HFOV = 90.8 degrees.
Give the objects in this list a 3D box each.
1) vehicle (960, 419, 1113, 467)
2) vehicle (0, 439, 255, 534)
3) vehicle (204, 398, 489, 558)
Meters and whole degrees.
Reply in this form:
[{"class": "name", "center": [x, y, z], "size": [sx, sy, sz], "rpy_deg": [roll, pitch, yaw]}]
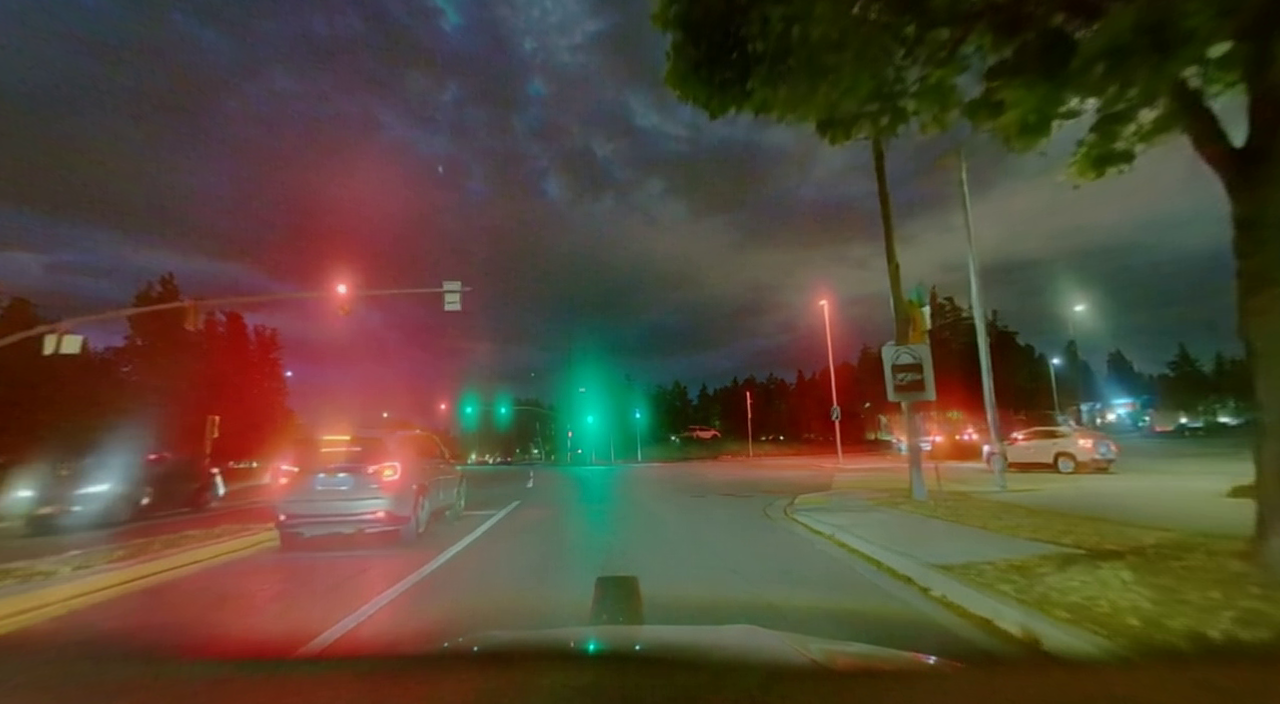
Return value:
[{"class": "vehicle", "center": [15.965, 3.733, 25.827], "size": [4.857, 1.803, 2.147], "rpy_deg": [-4, -10, 22]}, {"class": "vehicle", "center": [-11.382, 2.964, 14.622], "size": [2.433, 1.784, 4.681], "rpy_deg": [1, -9, -7]}, {"class": "vehicle", "center": [-3.956, 1.822, 9.812], "size": [2.134, 1.799, 5.082], "rpy_deg": [0, -9, -2]}]
